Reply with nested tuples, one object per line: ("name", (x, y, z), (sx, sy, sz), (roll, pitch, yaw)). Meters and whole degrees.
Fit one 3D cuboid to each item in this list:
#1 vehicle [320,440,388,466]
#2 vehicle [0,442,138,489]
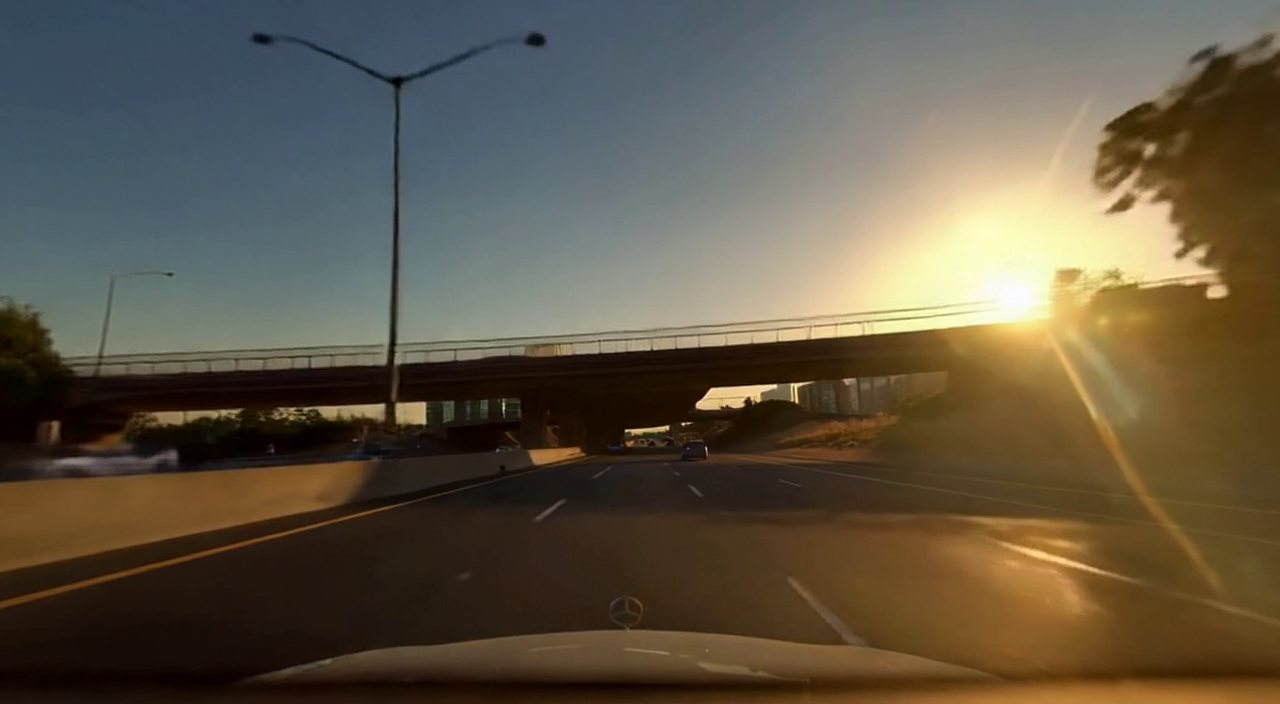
("vehicle", (-17.854, 6.333, 39.643), (2.098, 1.547, 4.407), (0, -9, 1))
("vehicle", (-21.352, 4.078, 23.070), (2.100, 1.526, 4.702), (0, -8, 0))
